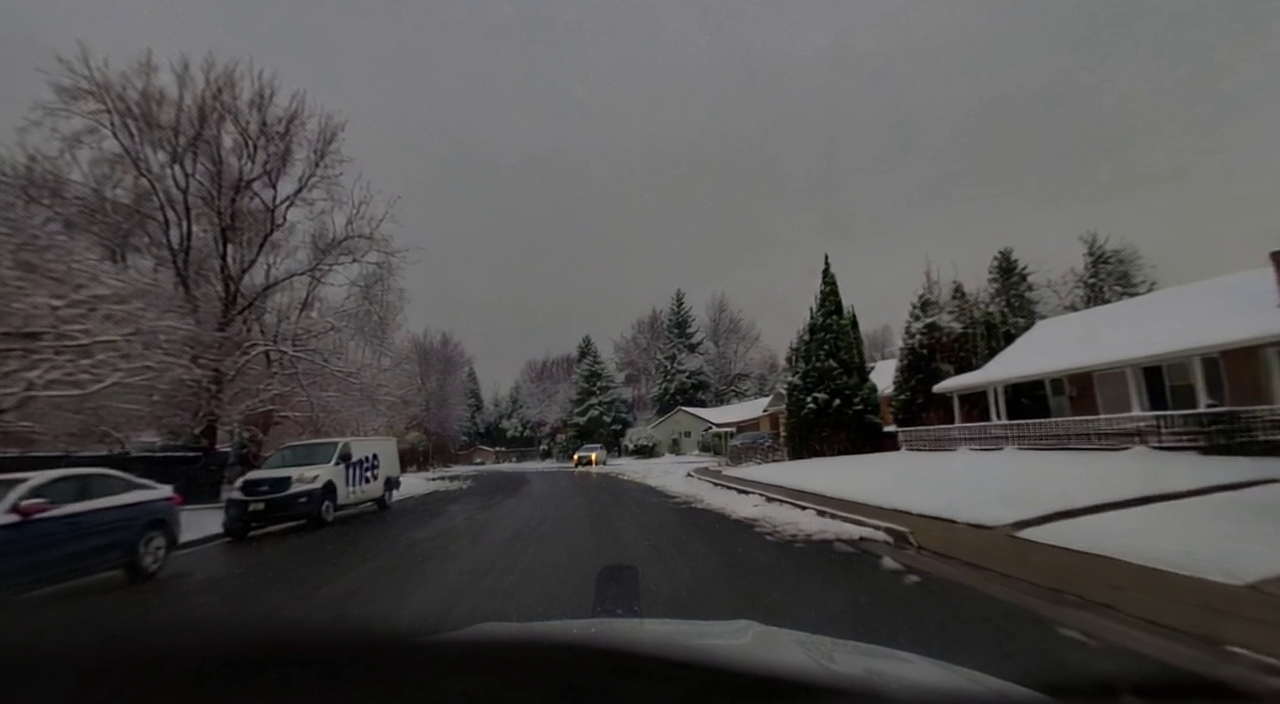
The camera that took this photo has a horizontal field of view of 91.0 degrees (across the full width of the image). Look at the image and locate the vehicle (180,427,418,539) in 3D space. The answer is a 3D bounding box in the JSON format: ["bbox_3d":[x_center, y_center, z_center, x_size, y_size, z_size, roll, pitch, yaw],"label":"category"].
[{"bbox_3d":[-7.042,2.752,14.045,2.338,1.925,5.725,0,-9,-3],"label":"vehicle"}]

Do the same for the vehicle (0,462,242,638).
[{"bbox_3d":[-6.463,1.917,6.590,2.017,1.397,4.004,0,-9,-1],"label":"vehicle"}]

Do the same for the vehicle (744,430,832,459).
[{"bbox_3d":[8.550,5.318,36.516,4.533,1.557,1.981,1,-6,-12],"label":"vehicle"}]

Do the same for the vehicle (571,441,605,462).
[{"bbox_3d":[-4.003,7.751,49.156,1.990,1.528,4.256,-1,-9,5],"label":"vehicle"}]
